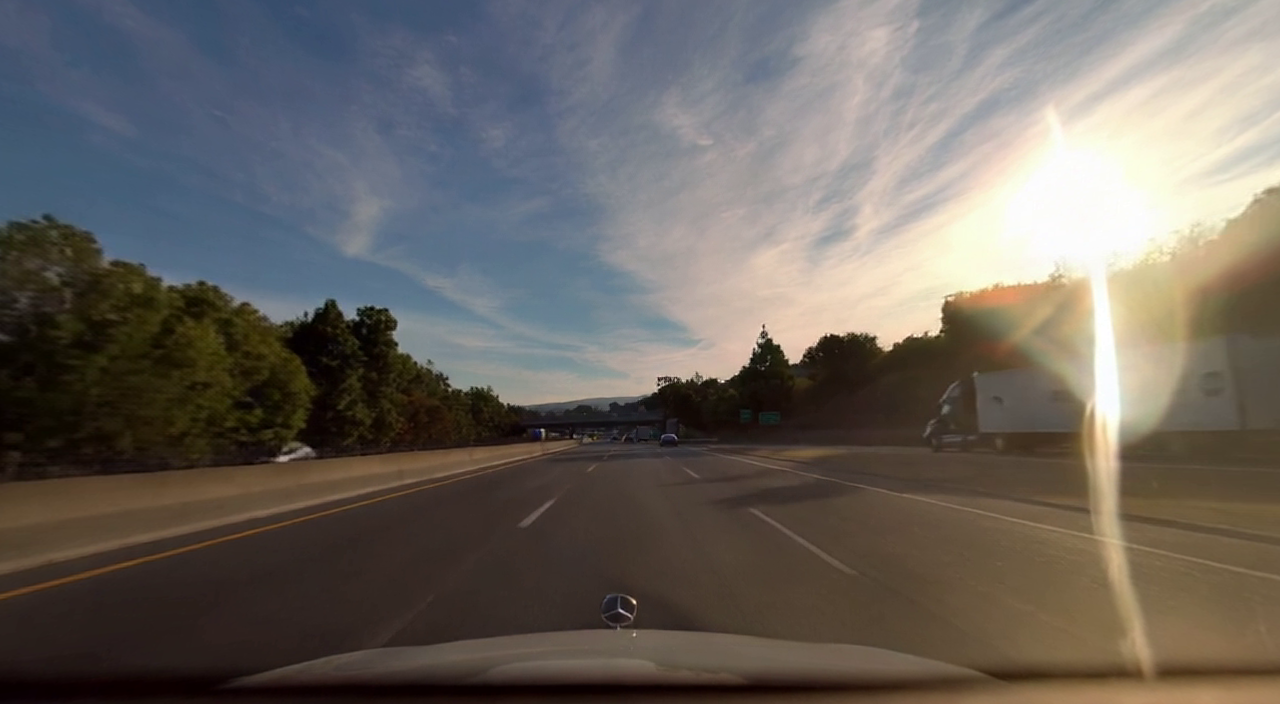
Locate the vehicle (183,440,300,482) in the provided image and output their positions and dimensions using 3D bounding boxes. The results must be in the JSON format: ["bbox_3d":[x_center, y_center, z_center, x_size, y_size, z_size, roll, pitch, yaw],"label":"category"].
[{"bbox_3d":[-16.479,4.486,26.399,1.892,1.558,4.629,0,-8,-1],"label":"vehicle"}]

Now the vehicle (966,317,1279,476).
[{"bbox_3d":[18.124,2.038,23.318,3.442,4.212,13.752,1,-8,-6],"label":"vehicle"}]
